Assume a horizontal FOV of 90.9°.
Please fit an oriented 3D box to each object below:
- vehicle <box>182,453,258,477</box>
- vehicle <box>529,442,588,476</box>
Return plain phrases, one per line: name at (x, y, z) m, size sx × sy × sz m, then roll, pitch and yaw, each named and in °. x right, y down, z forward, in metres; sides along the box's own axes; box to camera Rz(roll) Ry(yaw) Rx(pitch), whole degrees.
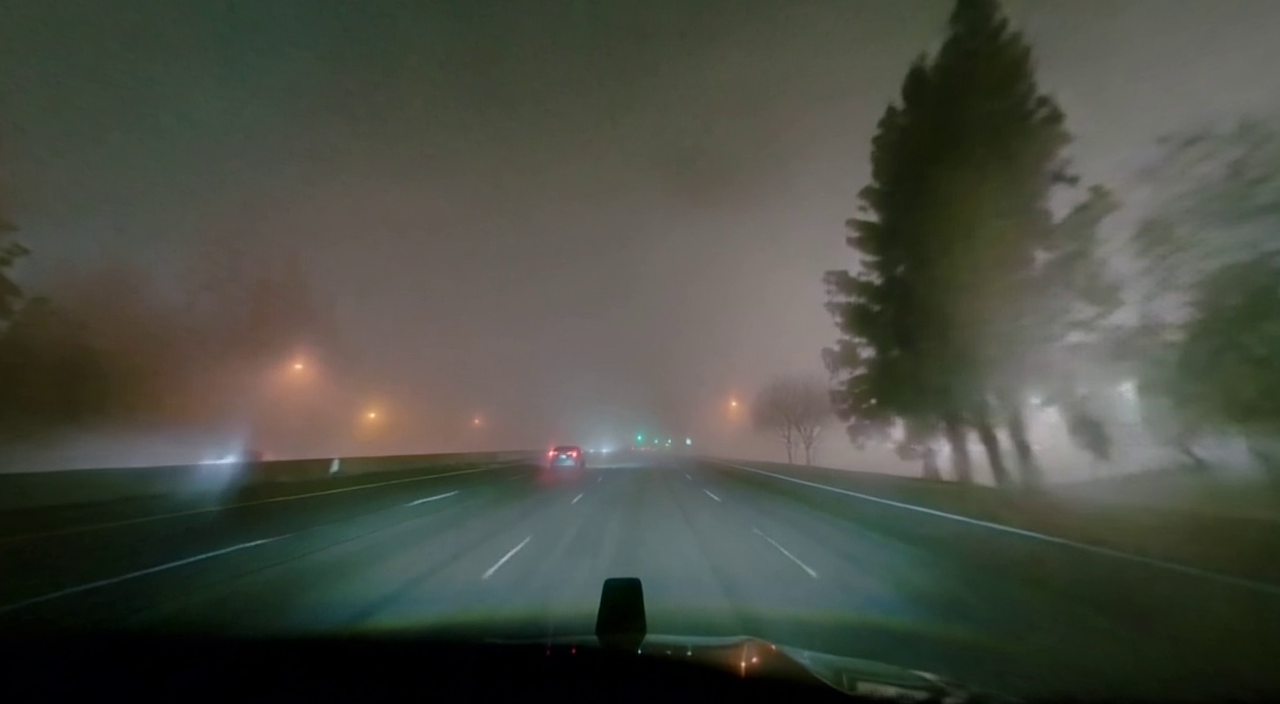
vehicle at (-27.837, 7.461, 41.986) m, size 1.834 × 1.438 × 4.551 m, roll 0°, pitch -8°, yaw 1°
vehicle at (-3.674, 4.934, 29.309) m, size 2.128 × 1.450 × 4.078 m, roll 0°, pitch -8°, yaw 1°
